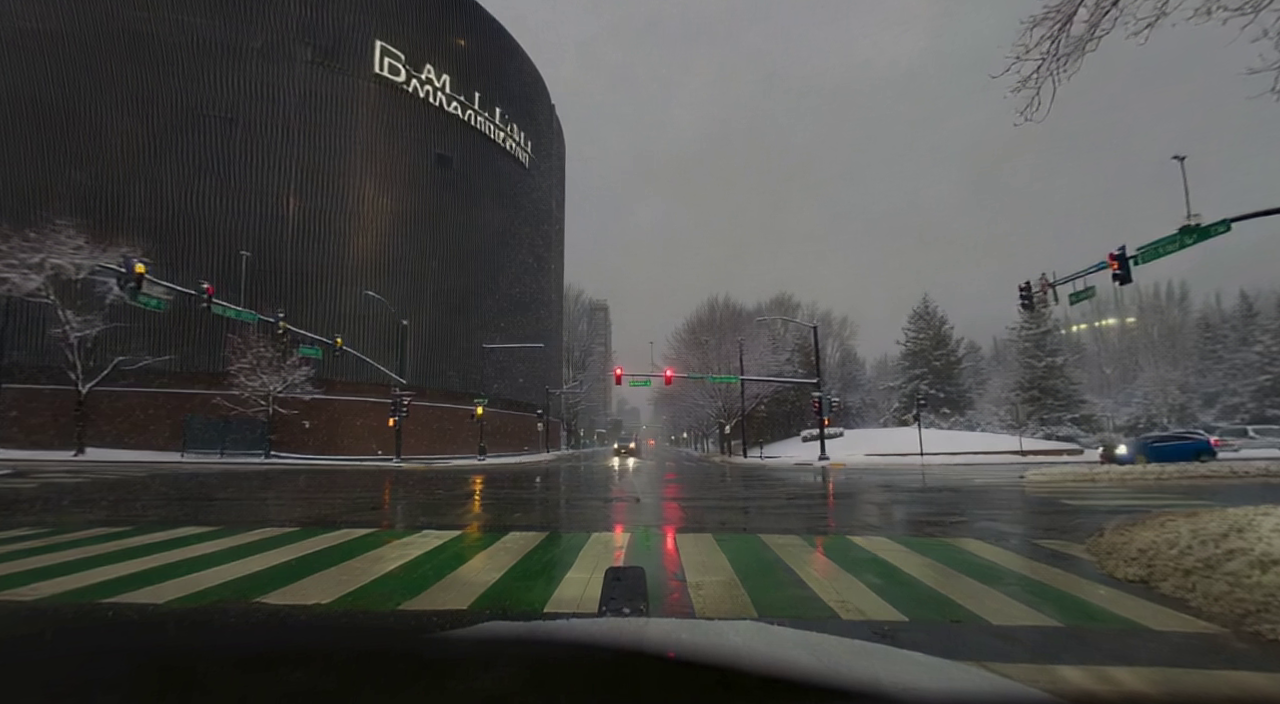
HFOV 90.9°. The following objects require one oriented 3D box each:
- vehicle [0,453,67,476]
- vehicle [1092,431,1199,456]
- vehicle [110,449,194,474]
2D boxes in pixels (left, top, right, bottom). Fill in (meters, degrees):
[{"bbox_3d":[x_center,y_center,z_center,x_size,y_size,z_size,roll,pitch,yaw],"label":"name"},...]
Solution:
[{"bbox_3d":[-41.638,7.635,42.773,3.698,1.467,1.779,0,-8,1],"label":"vehicle"},{"bbox_3d":[30.081,5.473,37.623,4.529,1.457,1.981,-1,-8,3],"label":"vehicle"},{"bbox_3d":[-33.053,7.408,42.755,4.136,1.661,1.857,0,-8,1],"label":"vehicle"}]
